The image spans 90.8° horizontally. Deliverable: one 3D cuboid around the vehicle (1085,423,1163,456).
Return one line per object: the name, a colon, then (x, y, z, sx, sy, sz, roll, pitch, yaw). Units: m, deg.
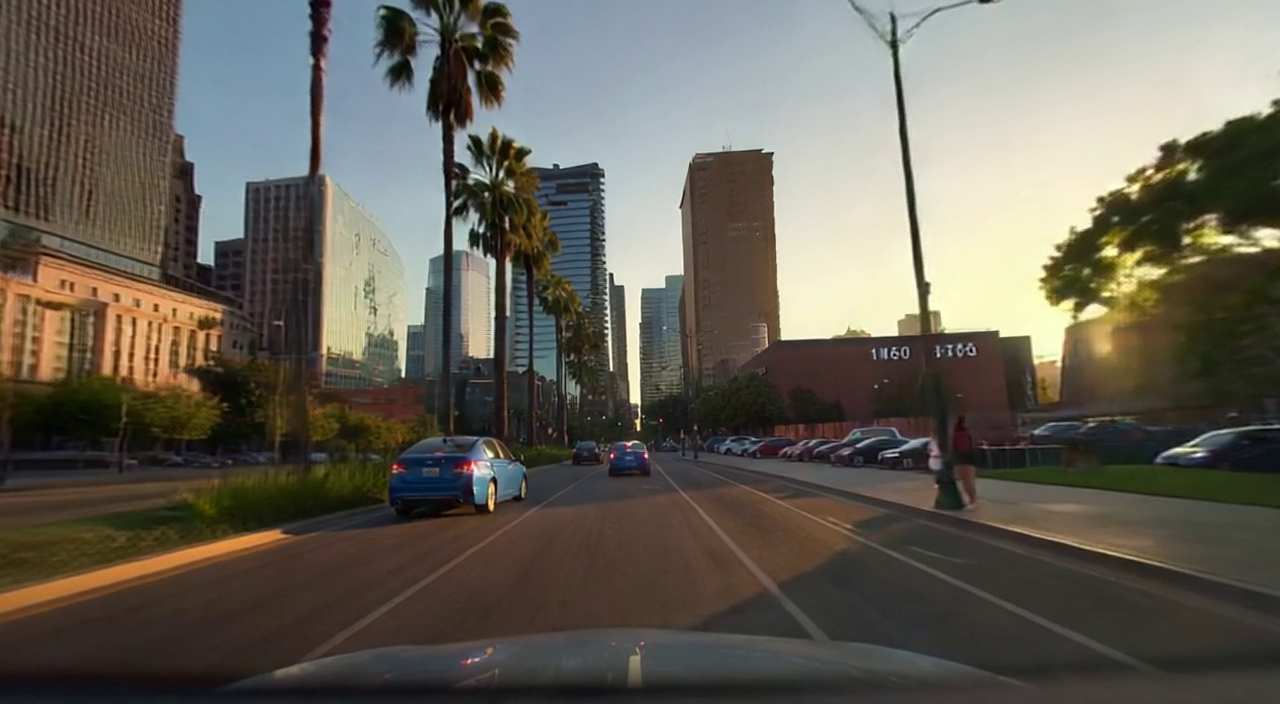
vehicle: (26.492, 4.851, 34.759, 1.982, 1.694, 4.676, -3, -9, 20)

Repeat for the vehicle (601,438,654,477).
vehicle: (-0.492, 4.297, 25.852, 2.004, 1.465, 3.713, 0, -8, 0)

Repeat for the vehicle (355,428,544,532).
vehicle: (-3.185, 2.243, 11.698, 2.071, 1.544, 4.383, 0, -8, 1)

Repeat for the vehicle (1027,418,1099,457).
vehicle: (23.626, 4.828, 35.549, 2.288, 1.984, 5.526, -4, -9, 23)

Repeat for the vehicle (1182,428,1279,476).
vehicle: (20.534, 3.188, 20.319, 1.976, 1.431, 4.774, 0, -8, 0)

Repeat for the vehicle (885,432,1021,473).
vehicle: (13.258, 4.270, 26.919, 4.749, 1.522, 1.905, -1, -9, -3)
